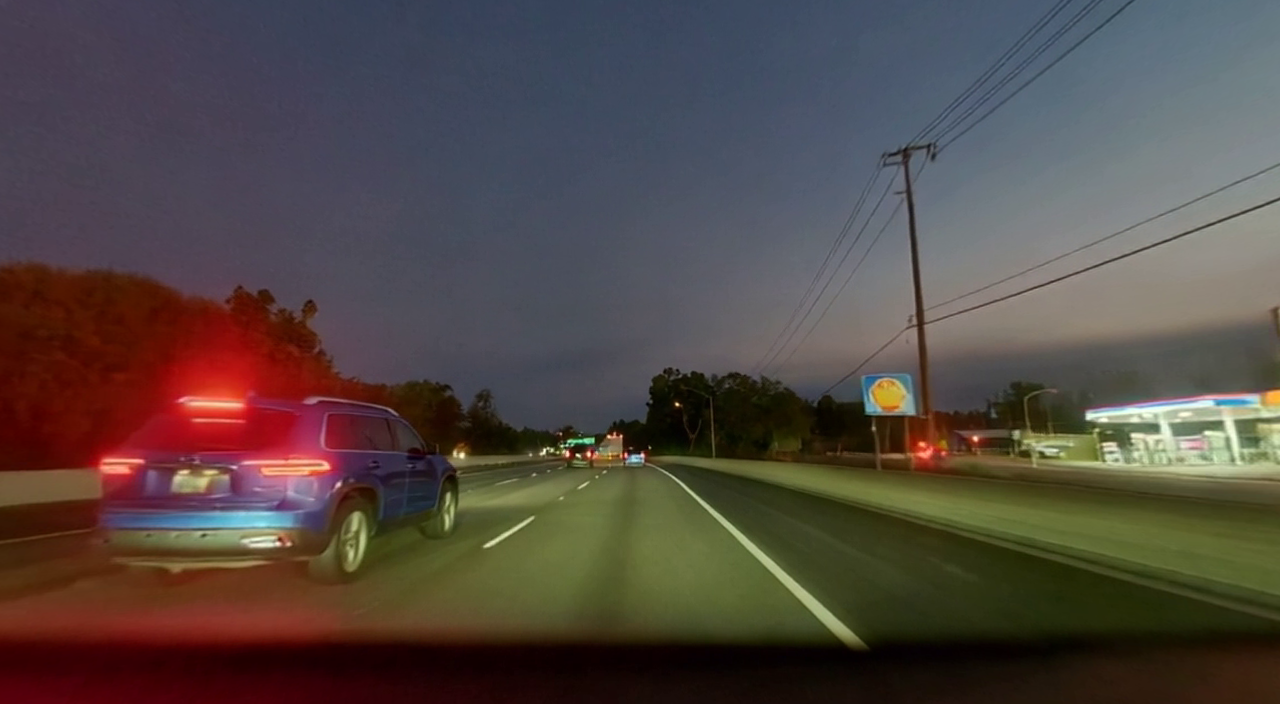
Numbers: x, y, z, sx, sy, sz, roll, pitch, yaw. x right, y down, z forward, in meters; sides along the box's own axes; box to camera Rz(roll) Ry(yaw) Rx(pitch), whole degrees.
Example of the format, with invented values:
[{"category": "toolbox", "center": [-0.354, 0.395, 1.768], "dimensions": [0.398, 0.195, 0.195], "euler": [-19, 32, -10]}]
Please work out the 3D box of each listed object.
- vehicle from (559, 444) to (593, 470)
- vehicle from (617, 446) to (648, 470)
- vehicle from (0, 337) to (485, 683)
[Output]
[{"category": "vehicle", "center": [-4.931, 8.195, 49.404], "dimensions": [2.273, 1.884, 4.515], "euler": [0, -8, -1]}, {"category": "vehicle", "center": [-0.550, 7.415, 44.333], "dimensions": [1.982, 1.524, 3.800], "euler": [0, -8, -3]}, {"category": "vehicle", "center": [-3.906, 1.381, 6.934], "dimensions": [2.694, 2.081, 6.099], "euler": [0, -8, 1]}]
